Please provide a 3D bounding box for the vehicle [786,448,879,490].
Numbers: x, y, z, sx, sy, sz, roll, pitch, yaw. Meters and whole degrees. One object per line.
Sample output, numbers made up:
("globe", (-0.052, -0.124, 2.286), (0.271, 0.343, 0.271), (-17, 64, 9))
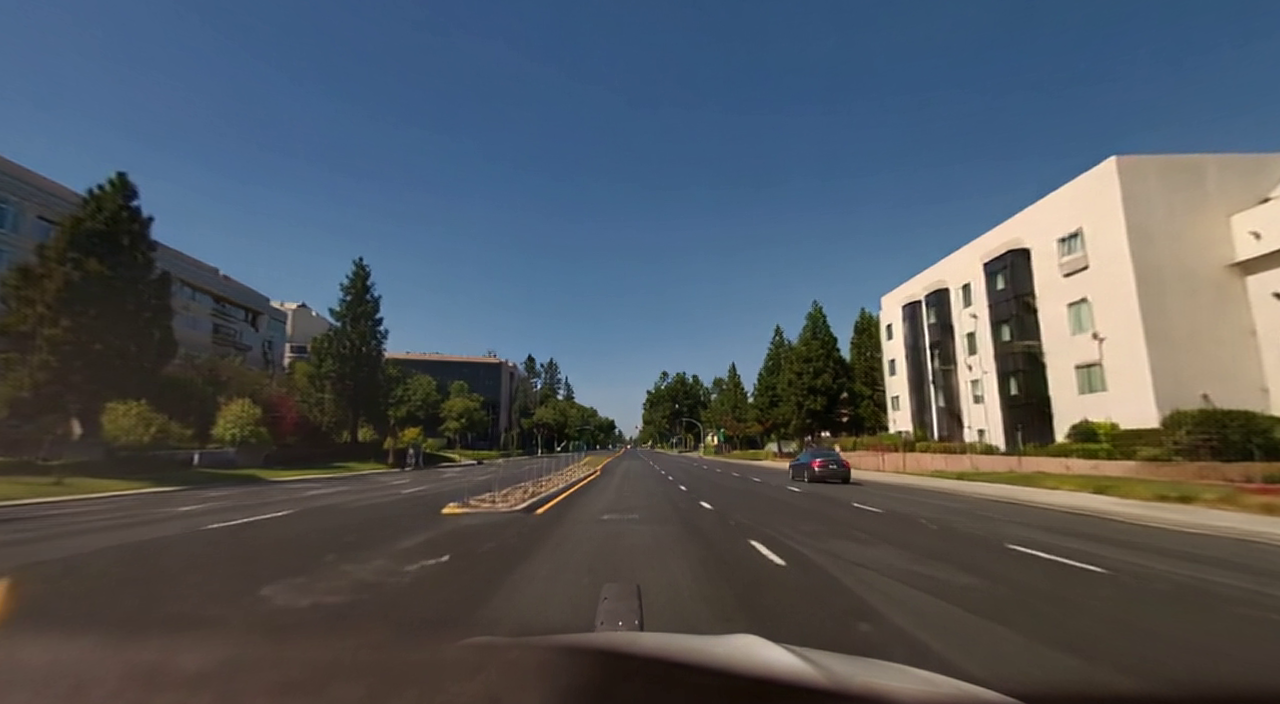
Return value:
("vehicle", (7.264, 4.437, 24.246), (2.054, 1.421, 4.487), (0, -9, -1))
